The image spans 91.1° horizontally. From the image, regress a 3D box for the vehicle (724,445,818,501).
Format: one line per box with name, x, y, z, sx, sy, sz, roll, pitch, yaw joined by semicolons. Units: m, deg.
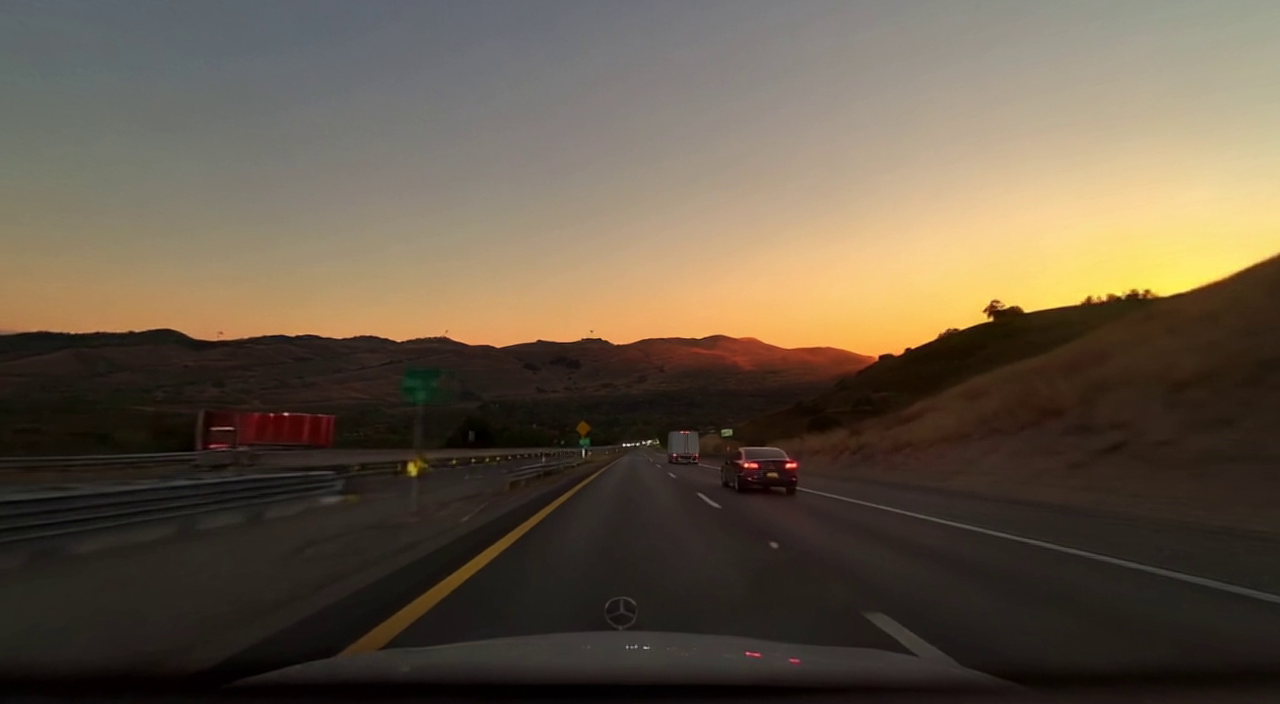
vehicle;3.729;3.488;18.560;1.836;1.459;3.766;0;-9;-2
